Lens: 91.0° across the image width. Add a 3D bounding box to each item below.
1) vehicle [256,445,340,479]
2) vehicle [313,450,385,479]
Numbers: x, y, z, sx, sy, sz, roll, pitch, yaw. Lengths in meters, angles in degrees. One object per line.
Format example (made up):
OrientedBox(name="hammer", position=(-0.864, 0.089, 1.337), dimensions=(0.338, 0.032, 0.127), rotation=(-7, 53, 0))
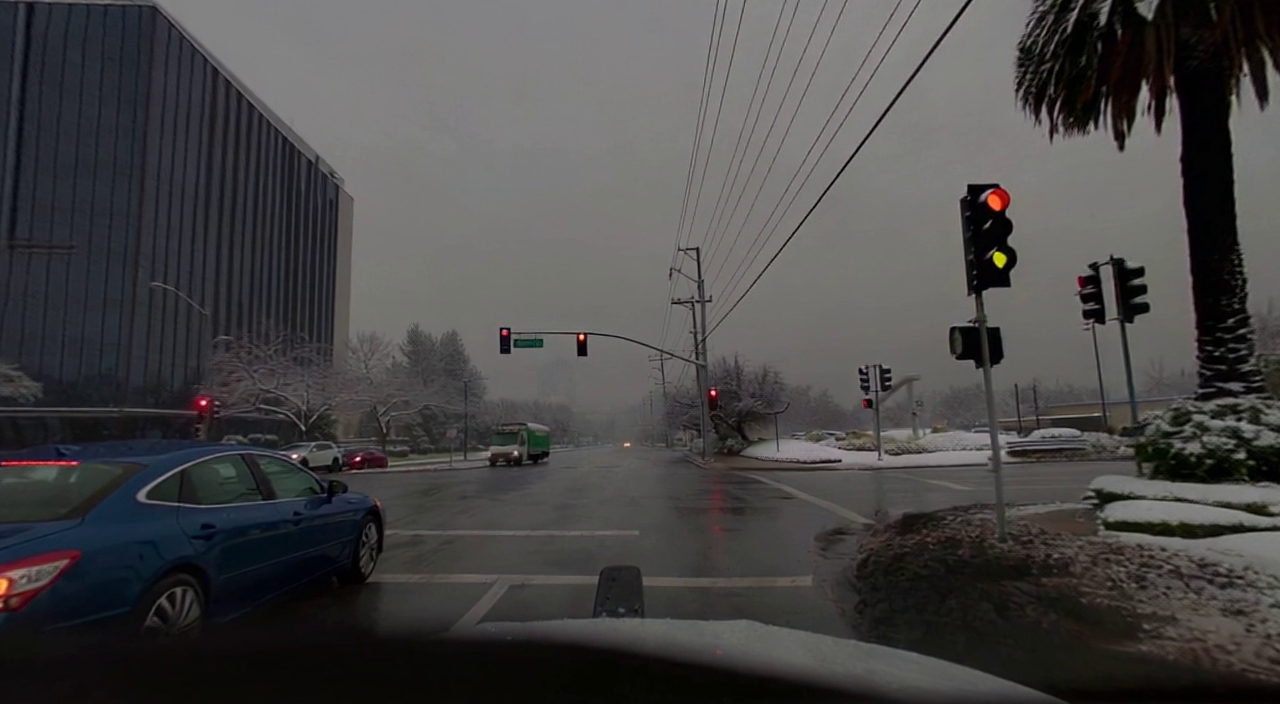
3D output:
OrientedBox(name="vehicle", position=(-19.080, 6.117, 35.369), dimensions=(2.017, 1.739, 4.569), rotation=(0, -9, 2))
OrientedBox(name="vehicle", position=(-15.362, 5.927, 33.482), dimensions=(1.875, 1.389, 3.784), rotation=(0, -9, 3))
